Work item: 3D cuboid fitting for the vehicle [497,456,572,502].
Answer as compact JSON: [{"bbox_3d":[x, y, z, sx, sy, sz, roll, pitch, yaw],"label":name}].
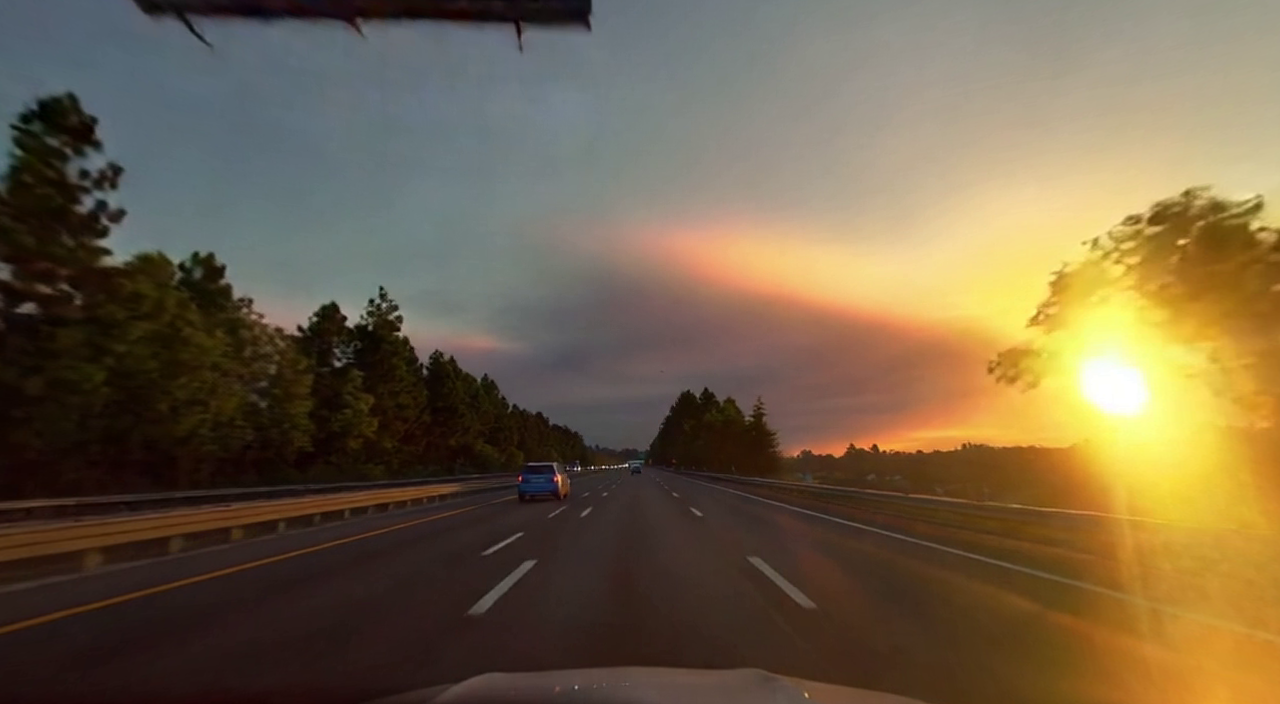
[{"bbox_3d":[-3.946,4.860,24.321,2.081,1.586,4.245,0,-10,1],"label":"vehicle"}]
